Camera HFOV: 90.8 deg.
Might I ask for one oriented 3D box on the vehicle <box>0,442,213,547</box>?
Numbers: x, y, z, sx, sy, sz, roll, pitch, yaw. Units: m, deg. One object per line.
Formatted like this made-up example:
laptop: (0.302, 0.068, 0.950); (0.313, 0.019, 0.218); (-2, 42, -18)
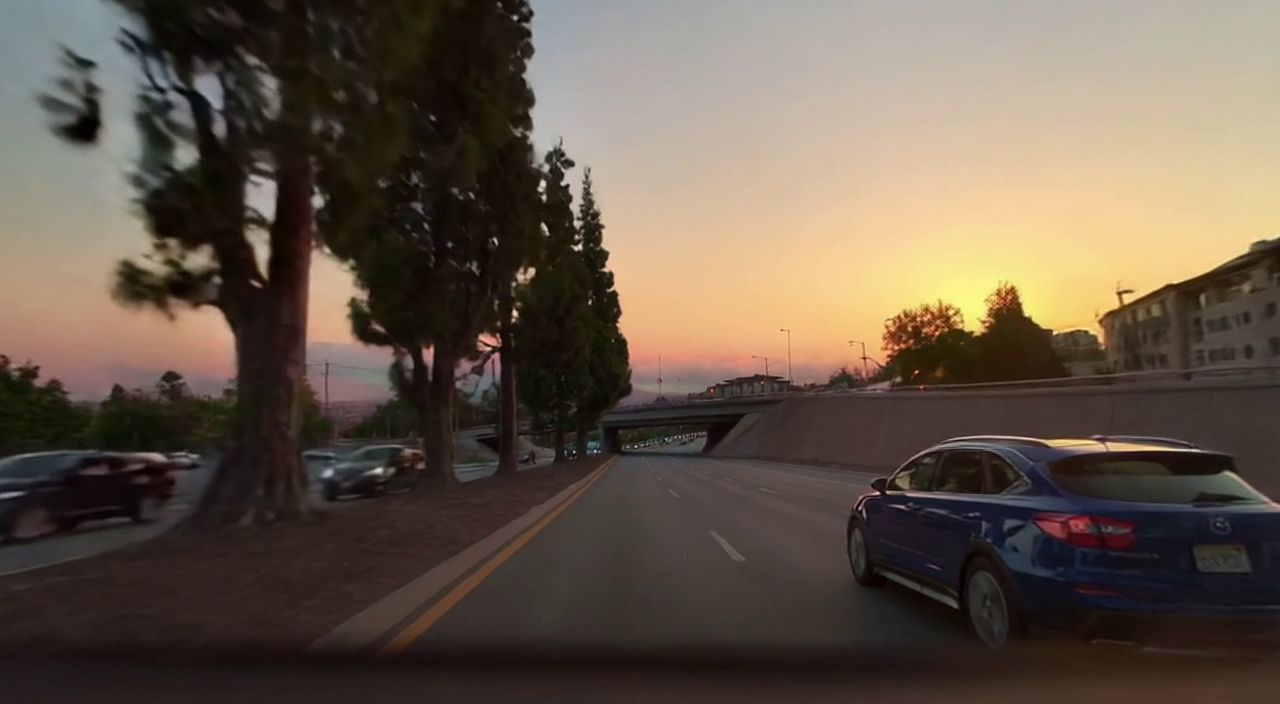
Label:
vehicle: (-11.708, 2.831, 13.278); (2.123, 1.769, 4.886); (-1, -9, -1)

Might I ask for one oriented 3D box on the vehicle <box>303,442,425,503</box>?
vehicle: (-8.581, 3.777, 20.164); (2.017, 1.666, 4.293); (-1, -9, -1)
